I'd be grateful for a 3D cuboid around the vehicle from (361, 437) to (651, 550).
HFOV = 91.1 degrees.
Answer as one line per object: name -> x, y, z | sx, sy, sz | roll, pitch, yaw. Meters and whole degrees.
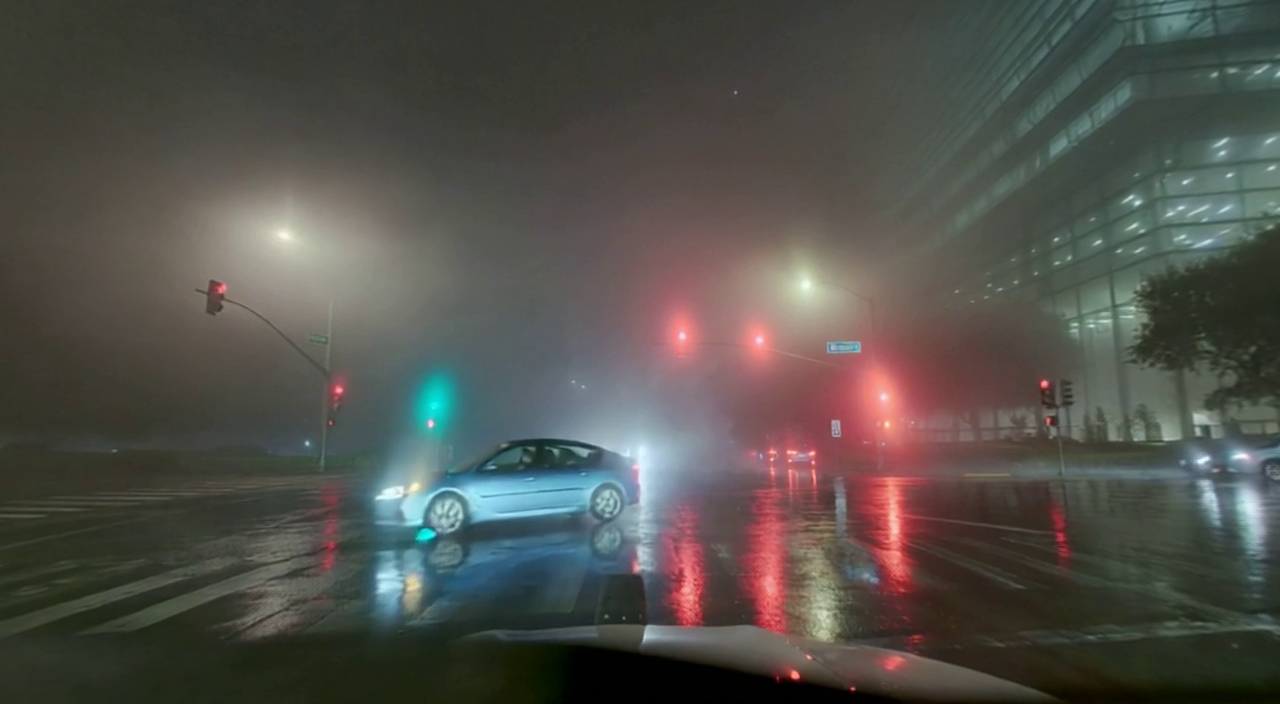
vehicle -> -2.014, 2.273, 10.931 | 1.924, 1.491, 4.802 | -7, -11, 37
